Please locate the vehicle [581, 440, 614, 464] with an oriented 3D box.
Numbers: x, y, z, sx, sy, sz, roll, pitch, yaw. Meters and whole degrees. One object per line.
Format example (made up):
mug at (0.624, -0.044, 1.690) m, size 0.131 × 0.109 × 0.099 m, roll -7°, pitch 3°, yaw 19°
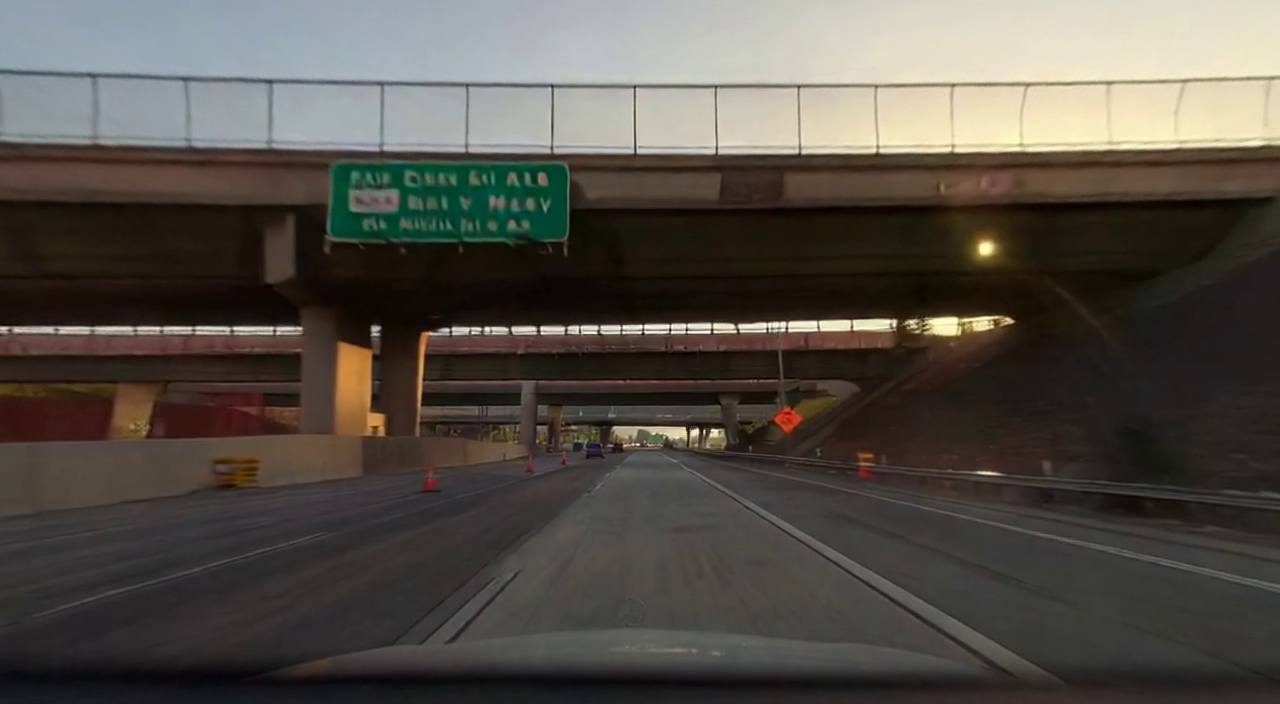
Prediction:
vehicle at (-3.069, 7.326, 46.198) m, size 2.078 × 1.629 × 4.059 m, roll 0°, pitch -8°, yaw 1°
